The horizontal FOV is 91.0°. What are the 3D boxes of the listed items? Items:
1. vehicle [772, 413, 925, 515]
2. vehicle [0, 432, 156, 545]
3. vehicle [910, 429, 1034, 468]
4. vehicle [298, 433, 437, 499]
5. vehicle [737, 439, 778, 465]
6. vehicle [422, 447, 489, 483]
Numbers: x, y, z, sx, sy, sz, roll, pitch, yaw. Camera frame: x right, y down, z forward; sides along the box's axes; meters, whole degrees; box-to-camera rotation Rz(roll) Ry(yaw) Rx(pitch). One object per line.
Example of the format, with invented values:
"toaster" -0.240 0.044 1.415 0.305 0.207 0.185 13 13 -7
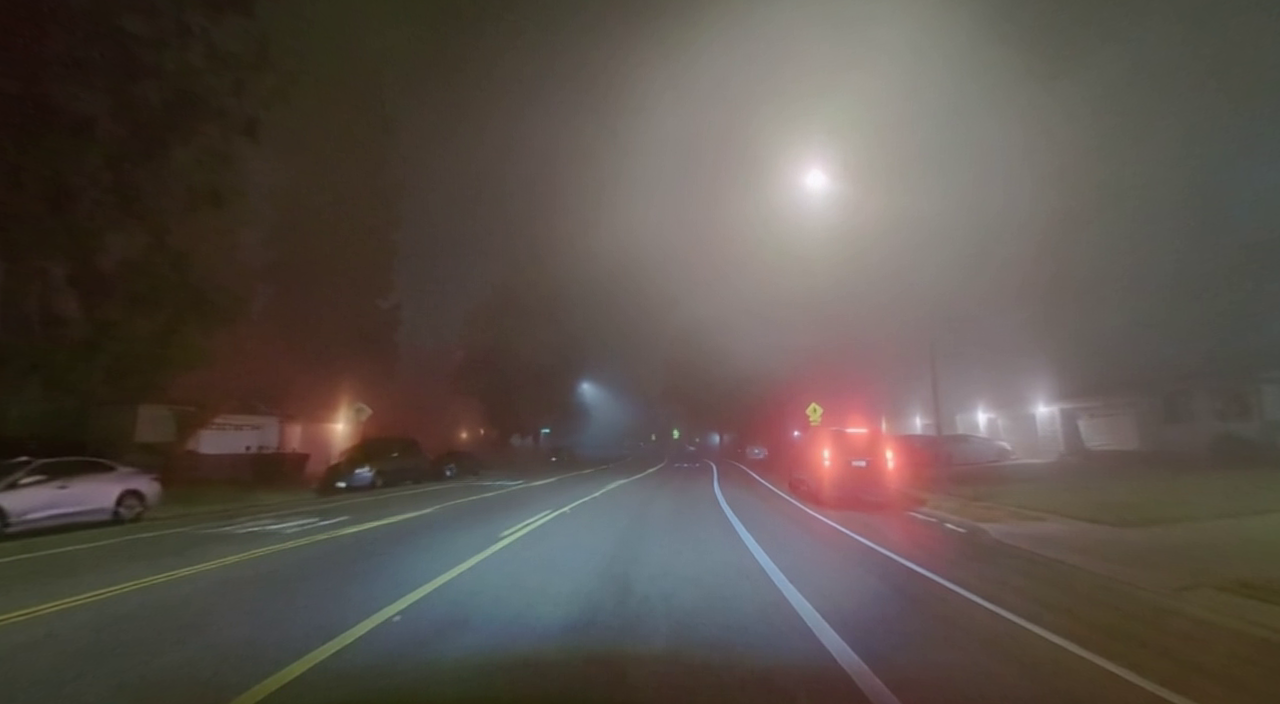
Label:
"vehicle" 5.234 2.913 17.117 2.574 2.156 6.672 0 -8 6
"vehicle" -11.220 2.356 10.785 2.105 1.776 4.657 -4 -9 1
"vehicle" 15.668 4.568 29.970 4.637 1.661 2.158 -3 -8 9
"vehicle" -9.964 4.202 23.619 2.450 1.998 5.367 -6 -9 5
"vehicle" 8.745 7.443 47.277 1.954 1.732 6.409 2 -8 1
"vehicle" -9.142 5.588 31.546 1.967 1.488 4.216 -6 -9 1
